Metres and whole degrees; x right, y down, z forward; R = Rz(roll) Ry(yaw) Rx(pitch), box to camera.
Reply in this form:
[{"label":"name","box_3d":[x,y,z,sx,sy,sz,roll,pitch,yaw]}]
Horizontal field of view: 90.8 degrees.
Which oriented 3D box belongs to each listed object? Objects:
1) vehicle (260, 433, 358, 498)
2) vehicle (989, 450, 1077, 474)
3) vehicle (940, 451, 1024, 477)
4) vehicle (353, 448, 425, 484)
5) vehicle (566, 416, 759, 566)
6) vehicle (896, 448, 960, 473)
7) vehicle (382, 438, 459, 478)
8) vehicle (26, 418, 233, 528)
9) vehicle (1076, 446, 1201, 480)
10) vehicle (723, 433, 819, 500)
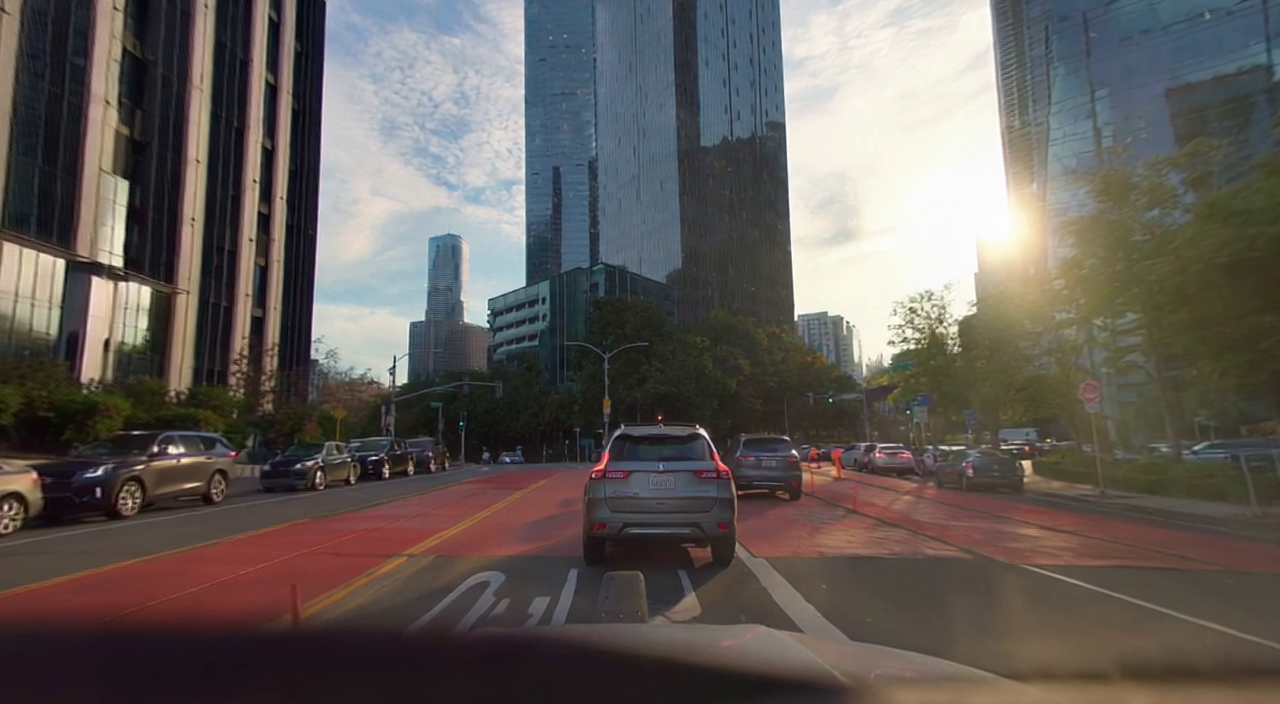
[{"label":"vehicle","box_3d":[-10.960,3.736,21.176,1.559,1.973,3.419,1,-8,-4]},{"label":"vehicle","box_3d":[28.390,7.914,45.749,5.153,1.626,1.895,-6,-10,36]},{"label":"vehicle","box_3d":[24.102,7.840,44.611,4.956,1.706,1.822,-6,-10,34]},{"label":"vehicle","box_3d":[-11.219,5.073,28.556,1.791,1.463,4.210,0,-8,-4]},{"label":"vehicle","box_3d":[0.317,1.897,9.374,2.192,1.695,4.142,0,-8,2]},{"label":"vehicle","box_3d":[22.542,8.452,49.527,4.211,1.820,2.094,-6,-10,33]},{"label":"vehicle","box_3d":[-11.659,5.645,34.075,2.338,1.963,5.740,0,-8,-3]},{"label":"vehicle","box_3d":[-10.334,2.439,13.166,1.543,1.946,3.454,1,-8,-5]},{"label":"vehicle","box_3d":[31.209,6.916,39.826,5.890,1.996,2.155,-6,-10,35]},{"label":"vehicle","box_3d":[3.877,3.473,19.573,2.143,1.793,4.763,0,-8,3]}]
